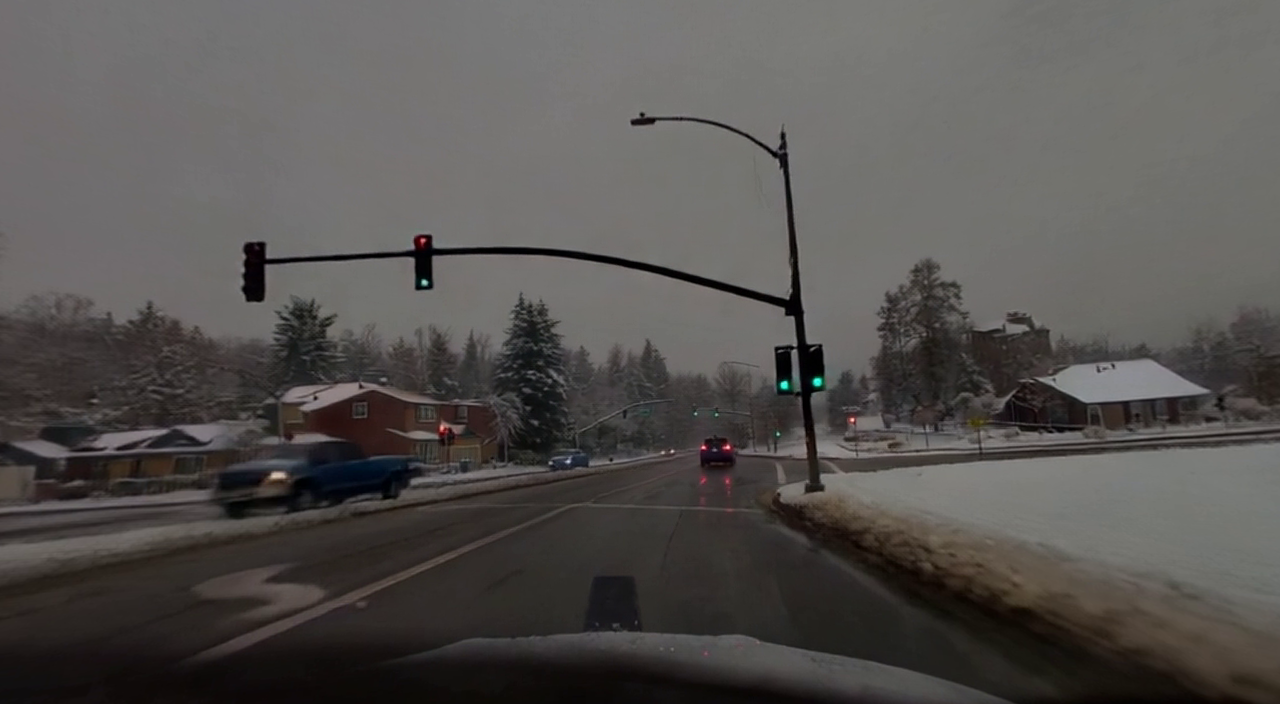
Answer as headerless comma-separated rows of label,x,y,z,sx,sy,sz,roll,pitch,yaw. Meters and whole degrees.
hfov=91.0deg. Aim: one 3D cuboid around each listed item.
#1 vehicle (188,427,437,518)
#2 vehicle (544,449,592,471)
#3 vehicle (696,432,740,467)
vehicle,-8.666,3.265,17.900,2.369,2.041,6.995,-2,-9,11
vehicle,-5.227,7.965,46.596,1.916,1.484,4.867,-2,-9,14
vehicle,4.650,5.722,36.973,2.059,1.908,4.714,-2,-9,12
